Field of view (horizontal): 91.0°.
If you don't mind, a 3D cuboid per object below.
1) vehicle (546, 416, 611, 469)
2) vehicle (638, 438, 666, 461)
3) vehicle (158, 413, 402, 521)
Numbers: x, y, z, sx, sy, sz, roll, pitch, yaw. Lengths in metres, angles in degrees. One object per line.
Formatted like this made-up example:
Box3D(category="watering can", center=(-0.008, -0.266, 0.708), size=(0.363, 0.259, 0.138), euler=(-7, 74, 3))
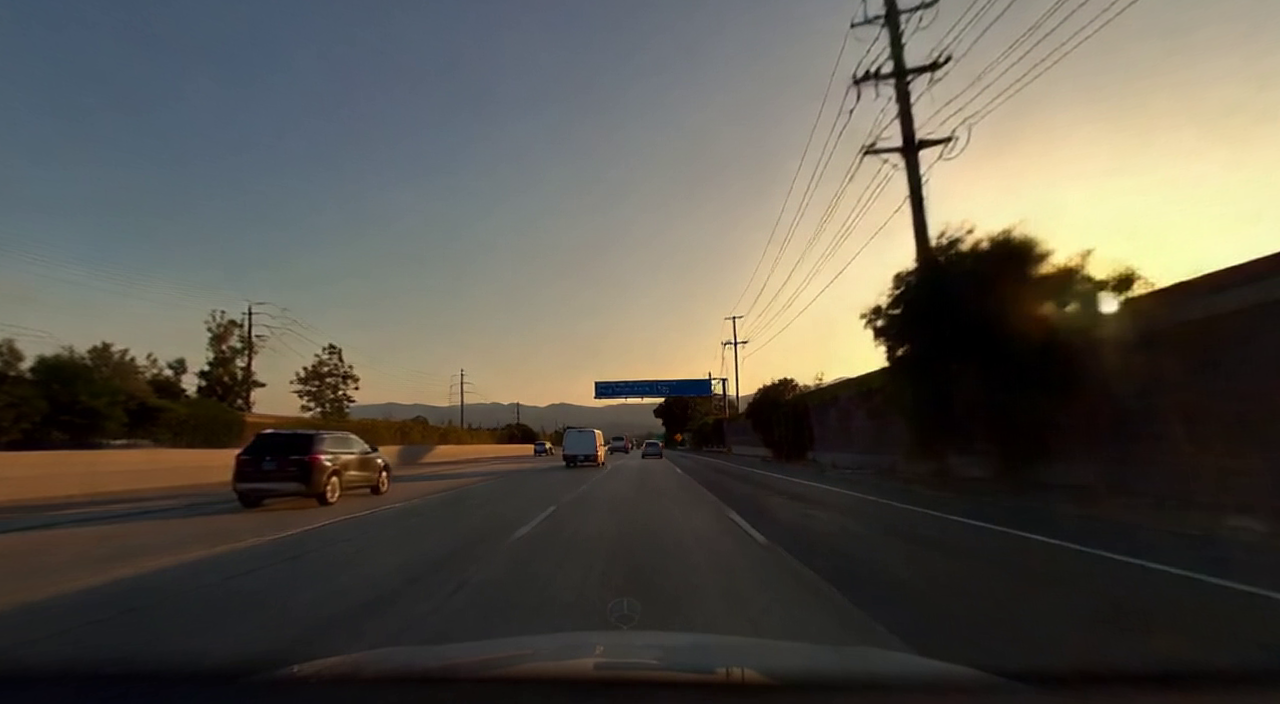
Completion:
Box3D(category="vehicle", center=(-3.549, 5.647, 39.020), size=(2.915, 2.885, 9.394), euler=(0, -9, 1))
Box3D(category="vehicle", center=(0.957, 7.400, 47.696), size=(2.038, 1.677, 4.219), euler=(0, -9, 2))
Box3D(category="vehicle", center=(-7.410, 2.442, 13.895), size=(2.192, 1.893, 5.330), euler=(0, -9, 0))
